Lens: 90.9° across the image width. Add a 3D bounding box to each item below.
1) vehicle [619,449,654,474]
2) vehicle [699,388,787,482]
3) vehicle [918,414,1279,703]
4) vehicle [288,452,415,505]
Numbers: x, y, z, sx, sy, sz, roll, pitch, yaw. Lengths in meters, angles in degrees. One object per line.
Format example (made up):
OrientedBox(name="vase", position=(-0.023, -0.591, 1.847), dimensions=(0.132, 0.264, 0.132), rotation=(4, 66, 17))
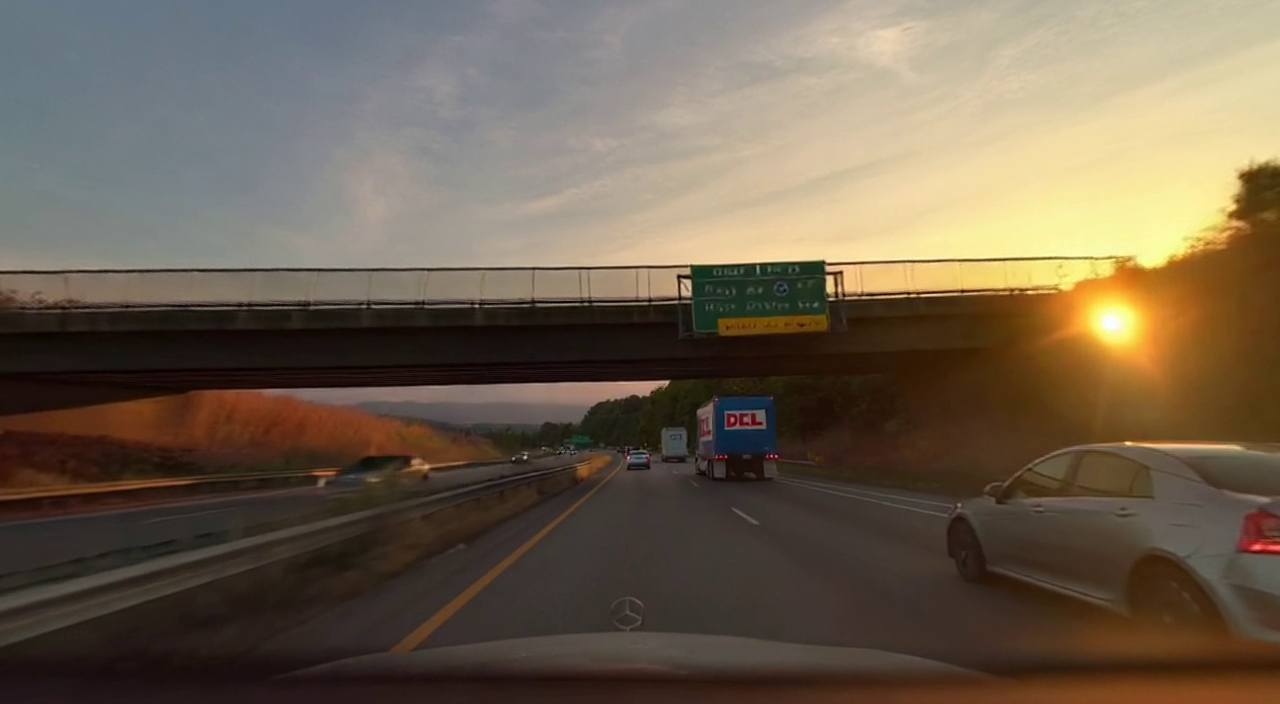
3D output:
OrientedBox(name="vehicle", position=(-0.200, 6.757, 38.986), dimensions=(2.055, 1.445, 3.661), rotation=(0, -9, 0))
OrientedBox(name="vehicle", position=(4.807, 4.174, 31.113), dimensions=(2.838, 3.985, 8.010), rotation=(0, -9, -1))
OrientedBox(name="vehicle", position=(3.766, 1.231, 4.225), dimensions=(1.894, 1.452, 4.164), rotation=(0, -9, 0))
OrientedBox(name="vehicle", position=(-8.640, 3.795, 19.357), dimensions=(1.878, 1.442, 4.165), rotation=(0, -9, 1))
